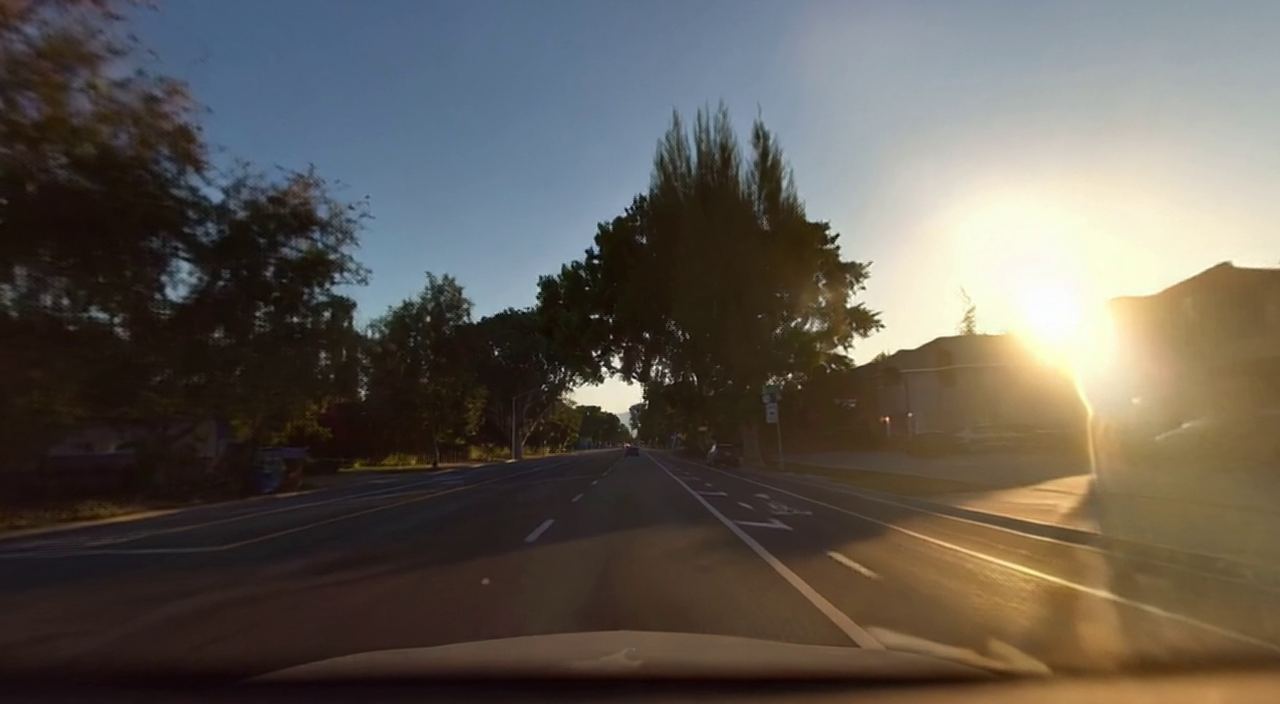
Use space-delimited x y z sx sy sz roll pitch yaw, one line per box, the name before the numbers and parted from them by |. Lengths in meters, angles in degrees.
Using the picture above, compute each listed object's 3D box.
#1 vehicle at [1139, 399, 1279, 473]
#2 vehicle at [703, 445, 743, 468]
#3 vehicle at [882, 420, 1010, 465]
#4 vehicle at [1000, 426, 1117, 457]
vehicle | 15.137 2.122 15.604 1.908 1.610 4.582 0 -9 2
vehicle | 5.259 6.706 40.769 1.984 1.418 4.709 0 -9 1
vehicle | 15.193 4.557 31.603 5.136 1.795 2.244 -4 -9 -3
vehicle | 21.016 4.522 31.844 4.479 1.474 1.907 0 -8 -1
